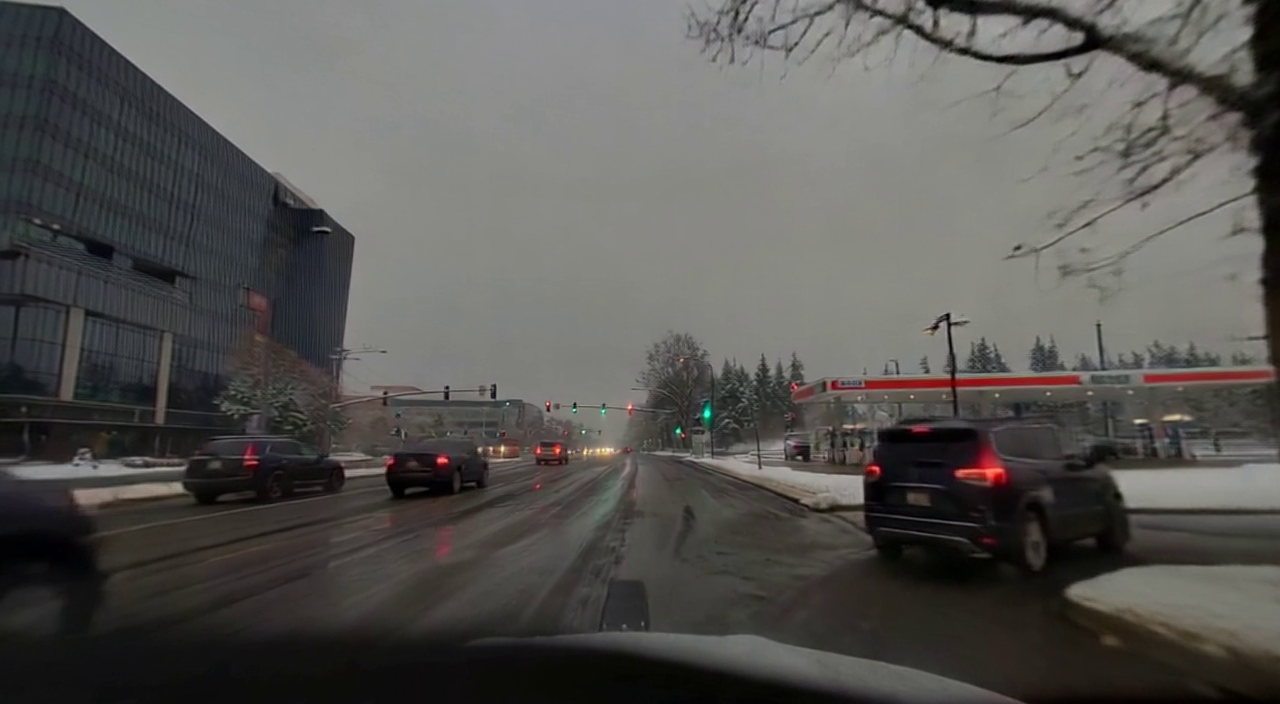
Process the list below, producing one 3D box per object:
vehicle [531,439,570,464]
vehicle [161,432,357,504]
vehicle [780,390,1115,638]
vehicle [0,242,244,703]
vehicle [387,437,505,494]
[{"bbox_3d":[-6.270,7.030,44.586,2.018,1.658,4.391,0,-8,1],"label":"vehicle"},{"bbox_3d":[-9.360,2.876,16.106,1.965,1.541,4.718,0,-8,1],"label":"vehicle"},{"bbox_3d":[3.670,1.509,7.006,2.169,1.751,4.613,-7,-11,39],"label":"vehicle"},{"bbox_3d":[-3.952,0.355,0.778,2.602,2.091,6.347,-1,-8,2],"label":"vehicle"},{"bbox_3d":[-5.603,3.325,18.892,1.900,1.473,4.425,-1,-8,4],"label":"vehicle"}]
